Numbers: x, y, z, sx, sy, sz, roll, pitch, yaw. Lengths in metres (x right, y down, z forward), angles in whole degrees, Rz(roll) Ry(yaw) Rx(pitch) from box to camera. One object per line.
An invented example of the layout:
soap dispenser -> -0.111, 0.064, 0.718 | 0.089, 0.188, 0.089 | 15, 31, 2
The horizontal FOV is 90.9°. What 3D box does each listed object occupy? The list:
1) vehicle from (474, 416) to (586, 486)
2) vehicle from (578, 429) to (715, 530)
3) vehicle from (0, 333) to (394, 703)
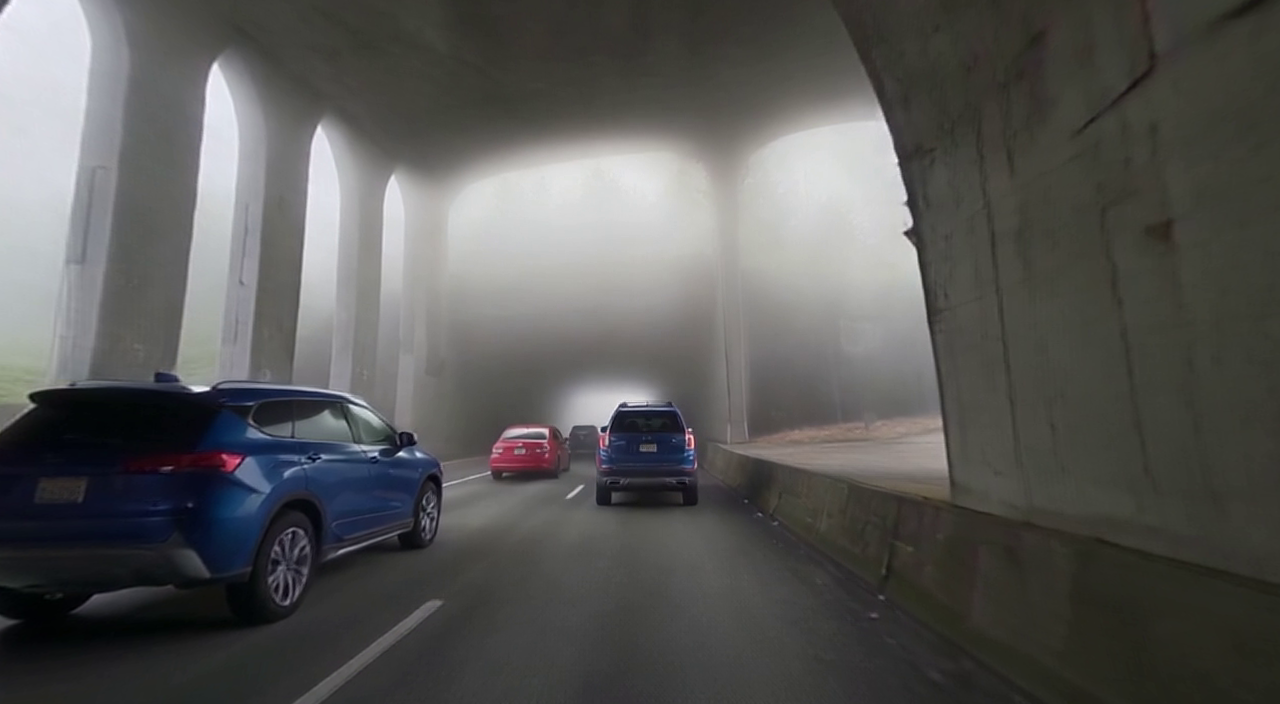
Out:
vehicle -> -3.321, 3.185, 20.462 | 2.329, 1.948, 5.800 | -1, -8, 3
vehicle -> 0.130, 2.191, 11.403 | 2.020, 1.478, 4.092 | 0, -8, 1
vehicle -> -3.534, 1.037, 3.997 | 2.017, 1.761, 4.572 | 0, -8, 1
